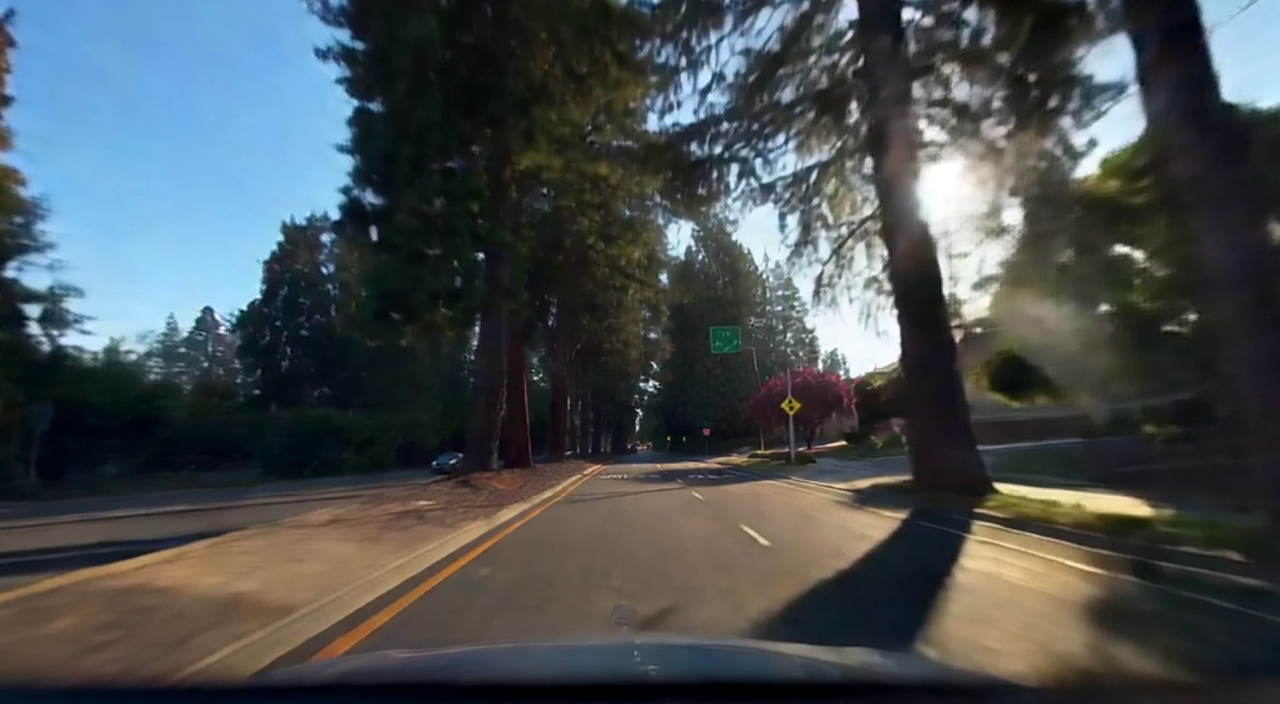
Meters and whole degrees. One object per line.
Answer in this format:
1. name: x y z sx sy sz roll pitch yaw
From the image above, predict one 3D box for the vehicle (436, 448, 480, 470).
1. vehicle: -13.617 8.038 47.504 1.924 1.528 4.731 0 -9 0
